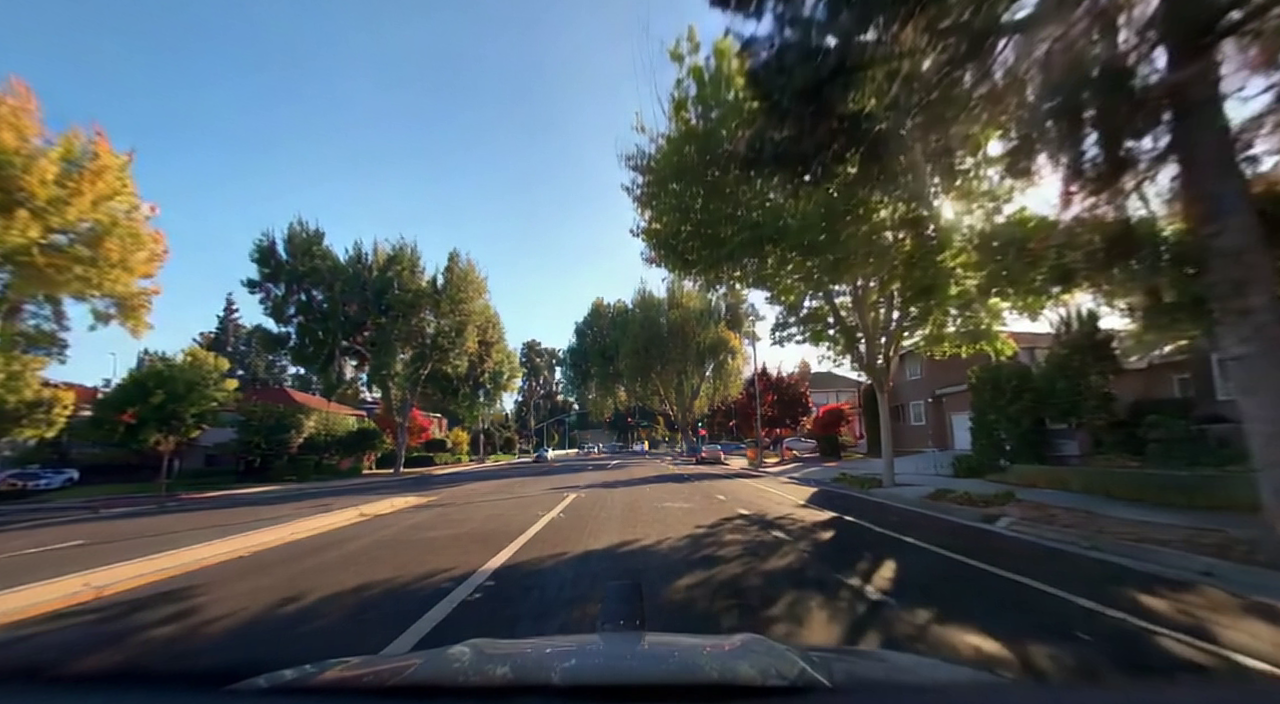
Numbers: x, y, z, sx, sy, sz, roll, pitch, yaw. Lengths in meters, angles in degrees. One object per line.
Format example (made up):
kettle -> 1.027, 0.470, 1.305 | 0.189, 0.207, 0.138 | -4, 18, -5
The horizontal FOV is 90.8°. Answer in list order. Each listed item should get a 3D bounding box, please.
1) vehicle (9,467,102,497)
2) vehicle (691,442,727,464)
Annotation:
vehicle -> -33.123, 7.376, 35.951 | 1.713, 1.466, 3.614 | -1, -9, 2
vehicle -> 4.864, 7.215, 45.156 | 1.917, 1.440, 4.335 | 0, -9, -2
